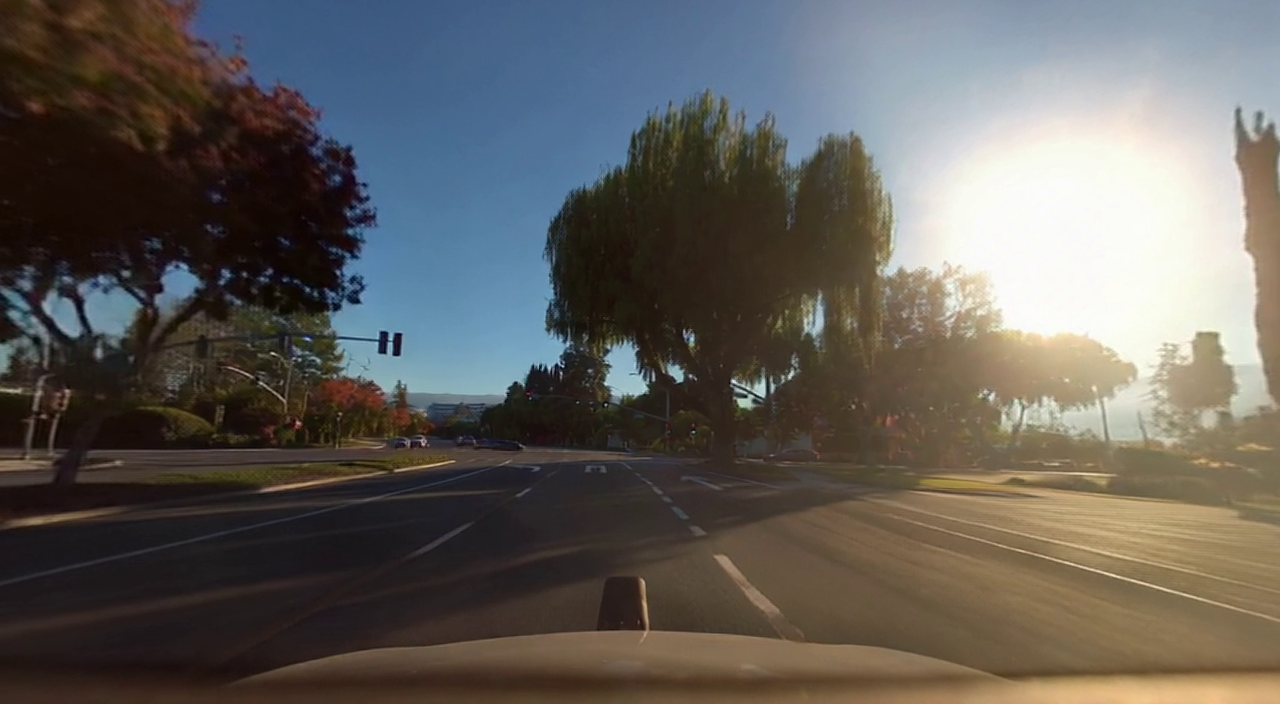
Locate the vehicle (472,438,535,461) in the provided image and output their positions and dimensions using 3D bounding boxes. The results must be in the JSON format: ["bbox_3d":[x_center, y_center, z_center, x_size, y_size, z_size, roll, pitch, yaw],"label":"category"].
[{"bbox_3d":[-10.494,7.467,48.569,4.605,1.665,1.888,2,-9,-14],"label":"vehicle"}]
